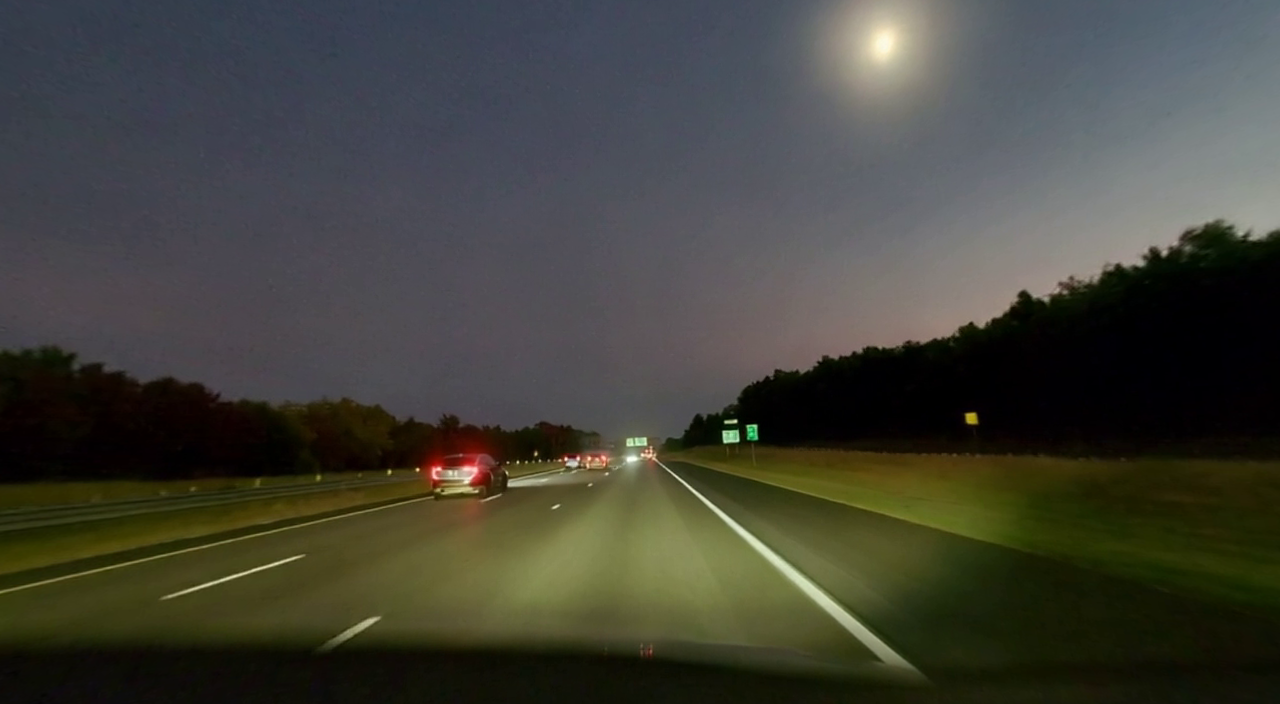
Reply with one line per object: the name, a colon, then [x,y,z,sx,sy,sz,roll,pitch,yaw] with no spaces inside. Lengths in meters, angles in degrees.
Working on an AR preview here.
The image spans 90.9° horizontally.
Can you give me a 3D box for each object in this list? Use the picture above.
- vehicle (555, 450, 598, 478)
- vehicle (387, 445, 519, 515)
vehicle: [-3.562,6.346,35.940,2.005,1.474,3.921,0,-9,1]
vehicle: [-4.563,3.189,16.232,1.975,1.501,4.603,0,-9,0]
